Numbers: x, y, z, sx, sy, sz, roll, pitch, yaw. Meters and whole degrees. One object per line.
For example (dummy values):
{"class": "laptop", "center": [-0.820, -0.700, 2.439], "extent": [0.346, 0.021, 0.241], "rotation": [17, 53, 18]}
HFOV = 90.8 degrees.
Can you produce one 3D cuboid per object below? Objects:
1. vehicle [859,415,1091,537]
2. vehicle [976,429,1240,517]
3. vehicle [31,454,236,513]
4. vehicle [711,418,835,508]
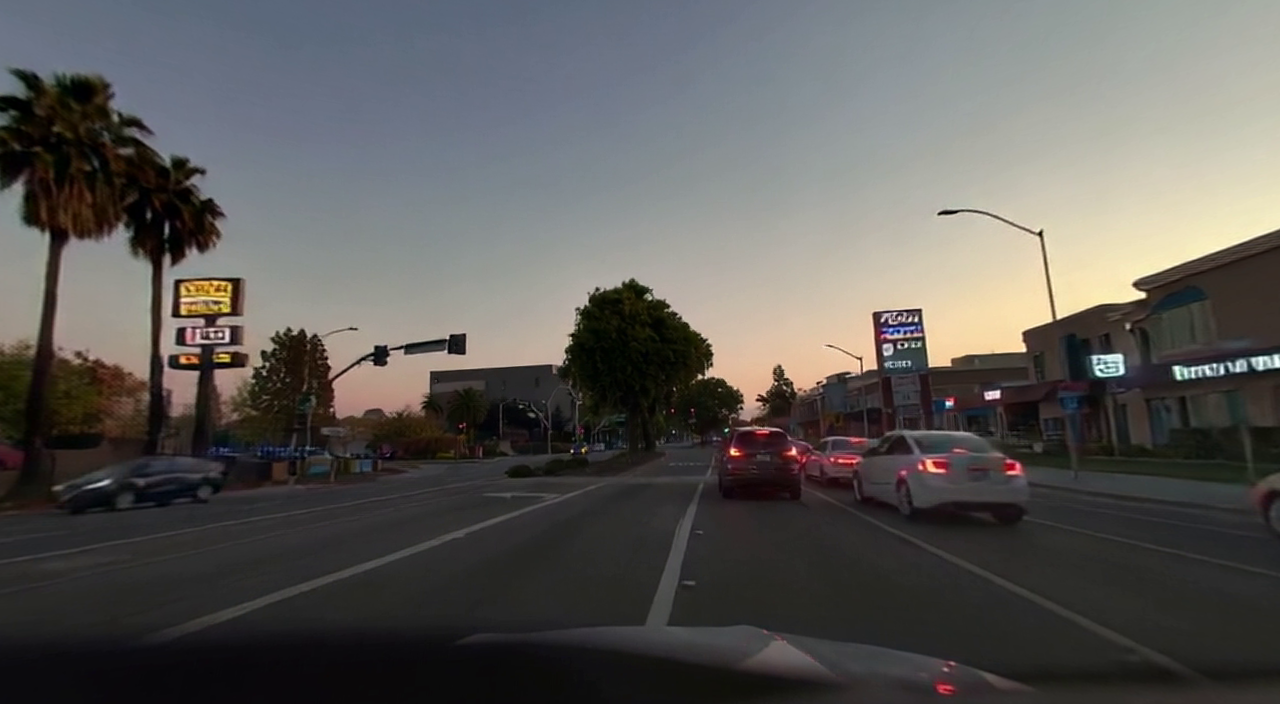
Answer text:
{"class": "vehicle", "center": [5.745, 2.173, 11.685], "extent": [2.187, 1.777, 4.444], "rotation": [-1, -9, 6]}
{"class": "vehicle", "center": [11.336, 2.949, 15.978], "extent": [2.348, 1.822, 5.043], "rotation": [2, -9, -9]}
{"class": "vehicle", "center": [-14.526, 3.752, 18.564], "extent": [1.857, 1.446, 4.615], "rotation": [-1, -9, 7]}
{"class": "vehicle", "center": [3.004, 2.652, 15.520], "extent": [2.428, 1.816, 4.959], "rotation": [-1, -9, 6]}
